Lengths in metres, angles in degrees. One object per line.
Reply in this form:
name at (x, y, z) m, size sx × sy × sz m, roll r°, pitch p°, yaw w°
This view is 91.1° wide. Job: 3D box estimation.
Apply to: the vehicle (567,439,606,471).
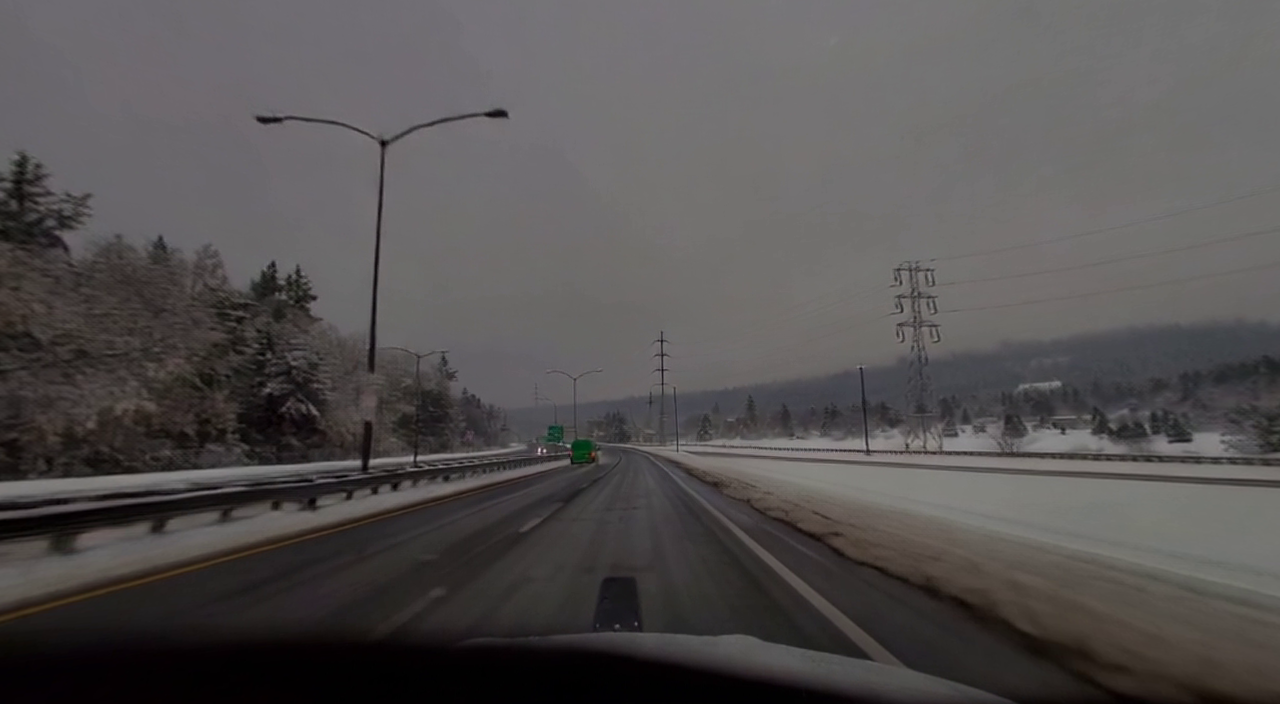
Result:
vehicle at (-3.574, 6.946, 42.692) m, size 2.270 × 2.023 × 4.632 m, roll 0°, pitch -9°, yaw -1°
